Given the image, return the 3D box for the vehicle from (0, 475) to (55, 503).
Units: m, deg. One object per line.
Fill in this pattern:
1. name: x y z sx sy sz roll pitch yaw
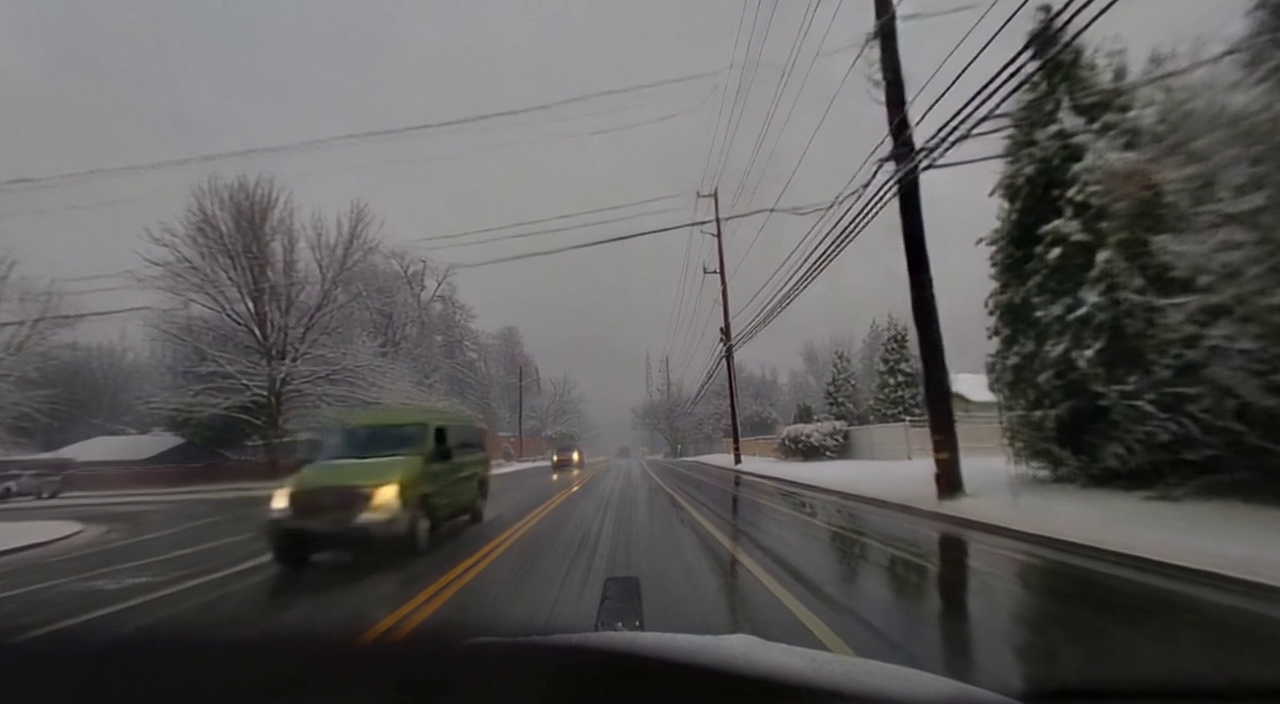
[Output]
1. vehicle: -36.979 8.018 36.891 1.669 1.429 4.145 -2 -8 -1

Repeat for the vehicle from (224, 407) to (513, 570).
1. vehicle: -3.708 1.988 10.042 2.357 1.893 5.084 0 -9 -1

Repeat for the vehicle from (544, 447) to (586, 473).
1. vehicle: -4.500 6.527 38.403 2.074 1.511 4.126 0 -9 0
